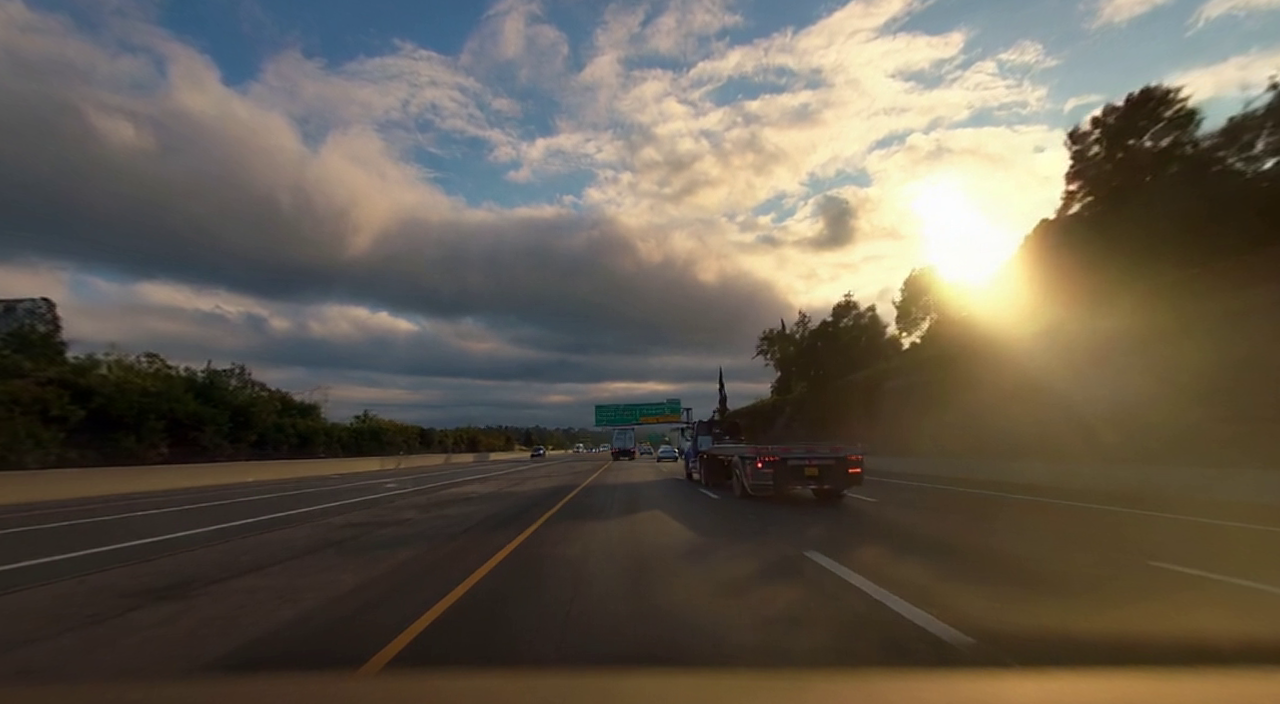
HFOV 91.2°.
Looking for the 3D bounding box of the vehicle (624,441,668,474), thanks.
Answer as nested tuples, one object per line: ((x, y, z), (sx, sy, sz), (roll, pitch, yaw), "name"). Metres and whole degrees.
((0.370, 5.573, 33.214), (2.127, 1.642, 3.899), (-1, -9, 3), "vehicle")

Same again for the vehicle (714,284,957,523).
((3.800, 1.466, 14.928), (2.816, 4.086, 8.486), (0, -9, -1), "vehicle")
